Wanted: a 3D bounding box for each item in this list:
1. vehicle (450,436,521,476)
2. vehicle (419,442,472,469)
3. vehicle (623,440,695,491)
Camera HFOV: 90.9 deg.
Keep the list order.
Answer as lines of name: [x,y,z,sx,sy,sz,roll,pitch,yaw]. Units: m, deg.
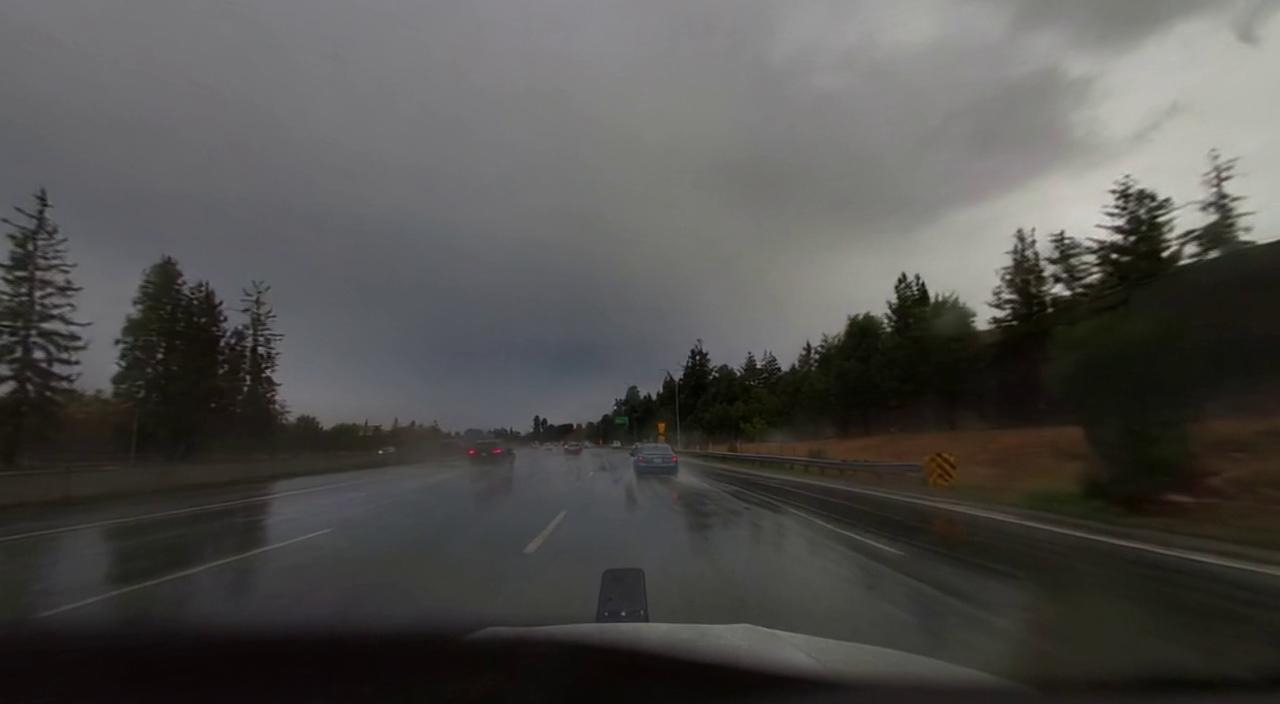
vehicle: [-7.086,4.830,29.411,2.221,1.693,4.631,0,-9,-1]
vehicle: [-11.528,6.159,37.664,2.041,1.534,4.140,0,-9,-2]
vehicle: [0.490,3.532,19.976,2.051,1.444,3.927,0,-9,-1]
